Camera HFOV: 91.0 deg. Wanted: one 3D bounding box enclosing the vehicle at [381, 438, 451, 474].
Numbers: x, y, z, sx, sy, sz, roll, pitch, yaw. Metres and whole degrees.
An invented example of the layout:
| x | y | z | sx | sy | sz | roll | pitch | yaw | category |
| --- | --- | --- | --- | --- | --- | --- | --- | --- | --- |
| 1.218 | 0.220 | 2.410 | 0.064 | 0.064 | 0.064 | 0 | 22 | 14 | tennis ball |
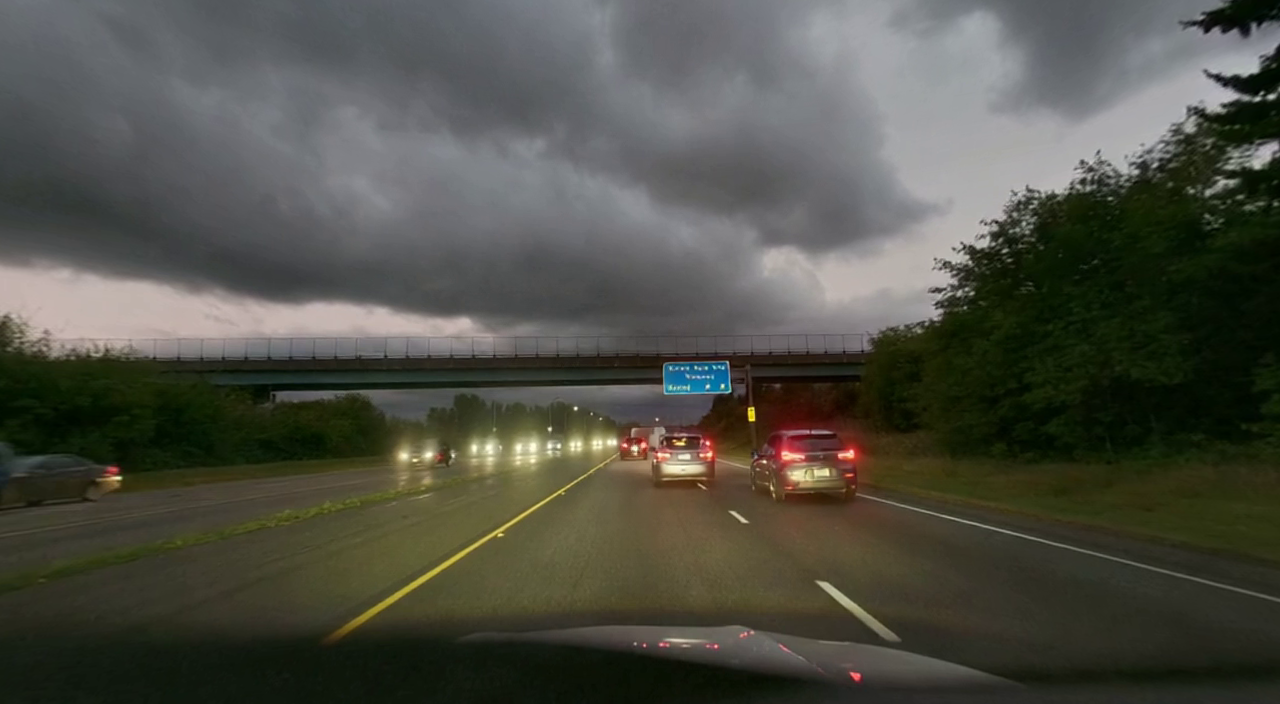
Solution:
| x | y | z | sx | sy | sz | roll | pitch | yaw | category |
| --- | --- | --- | --- | --- | --- | --- | --- | --- | --- |
| -11.309 | 5.240 | 32.152 | 2.012 | 1.680 | 4.360 | 0 | -8 | -1 | vehicle |

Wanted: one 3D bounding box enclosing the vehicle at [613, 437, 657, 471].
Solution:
| x | y | z | sx | sy | sz | roll | pitch | yaw | category |
| --- | --- | --- | --- | --- | --- | --- | --- | --- | --- |
| -0.247 | 4.892 | 30.377 | 1.968 | 1.482 | 3.586 | 0 | -8 | -1 | vehicle |

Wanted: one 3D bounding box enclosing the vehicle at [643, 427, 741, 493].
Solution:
| x | y | z | sx | sy | sz | roll | pitch | yaw | category |
| --- | --- | --- | --- | --- | --- | --- | --- | --- | --- |
| 1.336 | 3.008 | 17.954 | 2.092 | 1.636 | 4.024 | 0 | -8 | -5 | vehicle |

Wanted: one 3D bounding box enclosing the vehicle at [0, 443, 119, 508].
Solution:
| x | y | z | sx | sy | sz | roll | pitch | yaw | category |
| --- | --- | --- | --- | --- | --- | --- | --- | --- | --- |
| -14.772 | 3.024 | 15.498 | 1.592 | 1.442 | 2.542 | 0 | -10 | 0 | vehicle |
